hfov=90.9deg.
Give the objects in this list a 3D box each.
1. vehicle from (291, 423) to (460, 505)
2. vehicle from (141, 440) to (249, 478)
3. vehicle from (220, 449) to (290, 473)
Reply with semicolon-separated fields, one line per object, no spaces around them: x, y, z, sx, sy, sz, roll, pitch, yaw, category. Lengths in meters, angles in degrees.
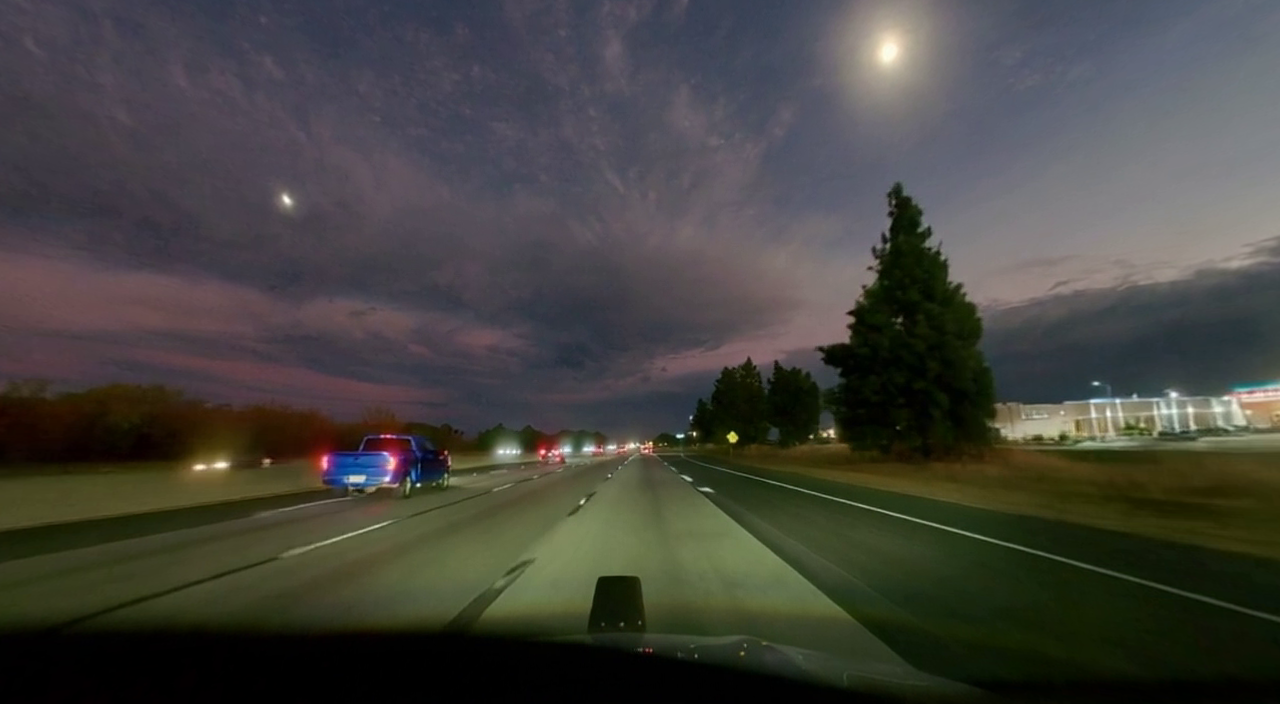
-7.077;3.063;17.852;2.156;1.911;5.956;0;-8;1;vehicle
-29.234;7.023;41.809;2.756;2.175;6.080;-3;-8;0;vehicle
-29.242;8.284;48.099;2.119;1.617;5.154;-1;-8;0;vehicle
